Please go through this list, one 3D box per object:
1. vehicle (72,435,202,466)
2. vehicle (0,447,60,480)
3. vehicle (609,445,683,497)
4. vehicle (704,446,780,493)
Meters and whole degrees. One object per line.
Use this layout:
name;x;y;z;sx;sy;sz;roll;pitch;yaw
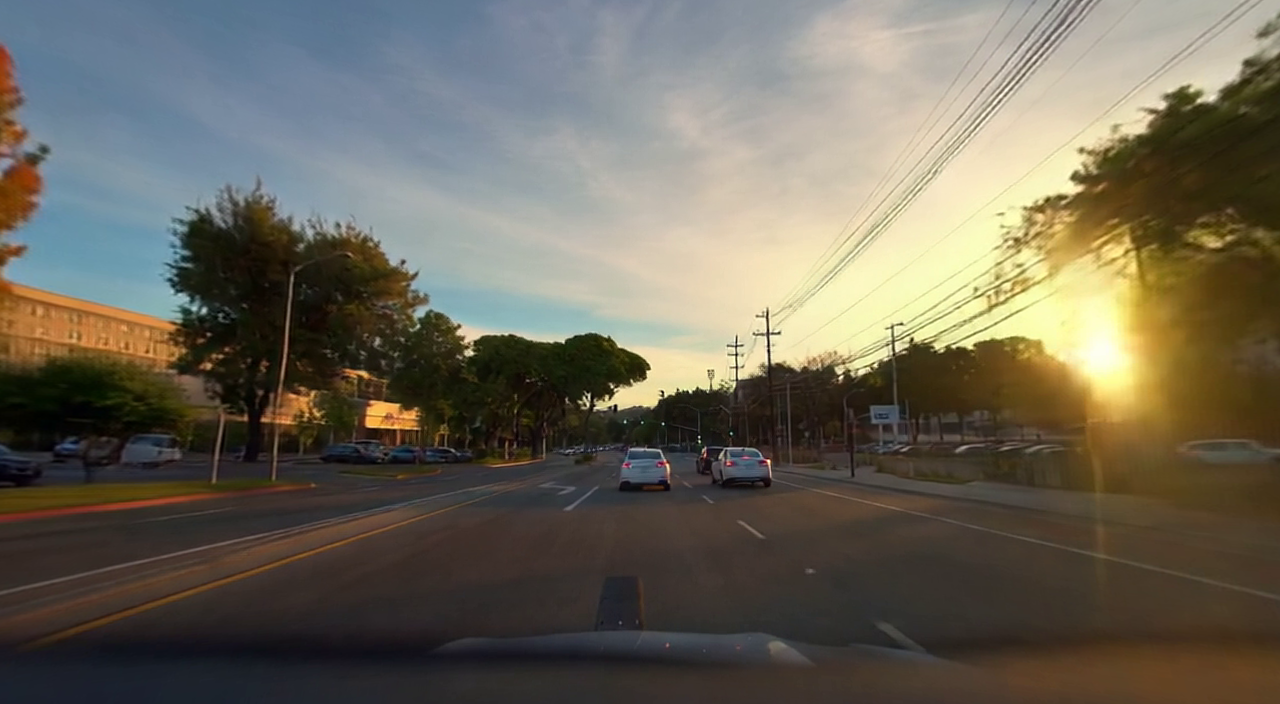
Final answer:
vehicle;-34.575;6.784;43.499;6.282;2.011;3.033;0;-8;-3
vehicle;-30.225;5.379;30.634;1.939;1.459;3.953;5;-10;-29
vehicle;0.125;3.717;20.157;2.144;1.473;4.028;0;-8;-1
vehicle;3.472;4.073;22.228;1.985;1.489;4.036;0;-8;-1
